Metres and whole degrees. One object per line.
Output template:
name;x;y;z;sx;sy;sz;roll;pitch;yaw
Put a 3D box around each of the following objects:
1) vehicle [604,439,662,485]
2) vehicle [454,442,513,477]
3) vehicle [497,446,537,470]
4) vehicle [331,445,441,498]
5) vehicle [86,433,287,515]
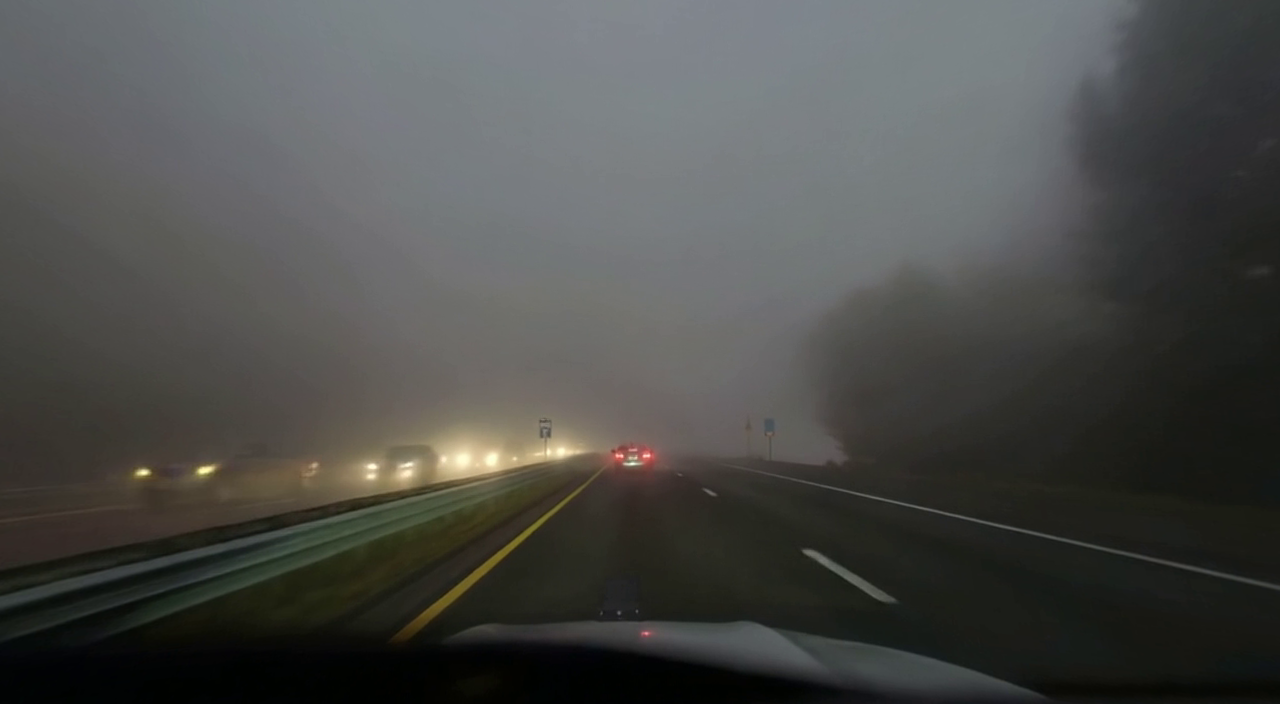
vehicle;-0.263;4.074;23.467;1.971;1.518;4.108;0;-9;-1
vehicle;-8.188;5.667;33.170;1.981;1.681;4.398;0;-9;0
vehicle;-8.786;7.598;45.090;1.977;1.549;4.521;0;-9;-1
vehicle;-8.318;3.930;21.010;1.911;1.535;4.238;0;-9;0
vehicle;-12.524;3.384;17.871;2.119;1.974;4.823;0;-9;-1
